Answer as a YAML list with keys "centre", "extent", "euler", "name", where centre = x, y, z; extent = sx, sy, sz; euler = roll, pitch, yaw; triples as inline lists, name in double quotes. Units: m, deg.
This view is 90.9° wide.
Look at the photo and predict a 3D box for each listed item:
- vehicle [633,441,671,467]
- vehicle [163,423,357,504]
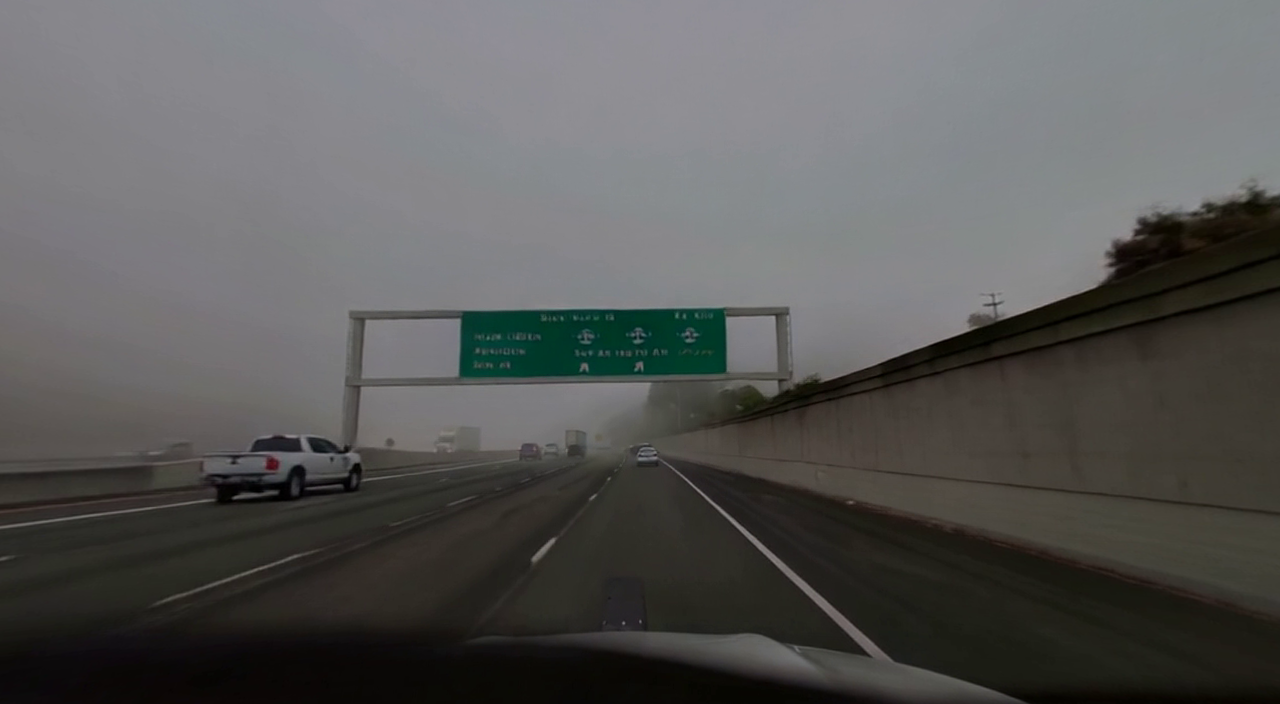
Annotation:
- centre: [0.710, 6.181, 38.340]
  extent: [2.137, 1.461, 3.999]
  euler: [0, -8, 0]
  name: "vehicle"
- centre: [-9.784, 2.894, 16.867]
  extent: [2.246, 1.812, 4.740]
  euler: [0, -8, -1]
  name: "vehicle"
